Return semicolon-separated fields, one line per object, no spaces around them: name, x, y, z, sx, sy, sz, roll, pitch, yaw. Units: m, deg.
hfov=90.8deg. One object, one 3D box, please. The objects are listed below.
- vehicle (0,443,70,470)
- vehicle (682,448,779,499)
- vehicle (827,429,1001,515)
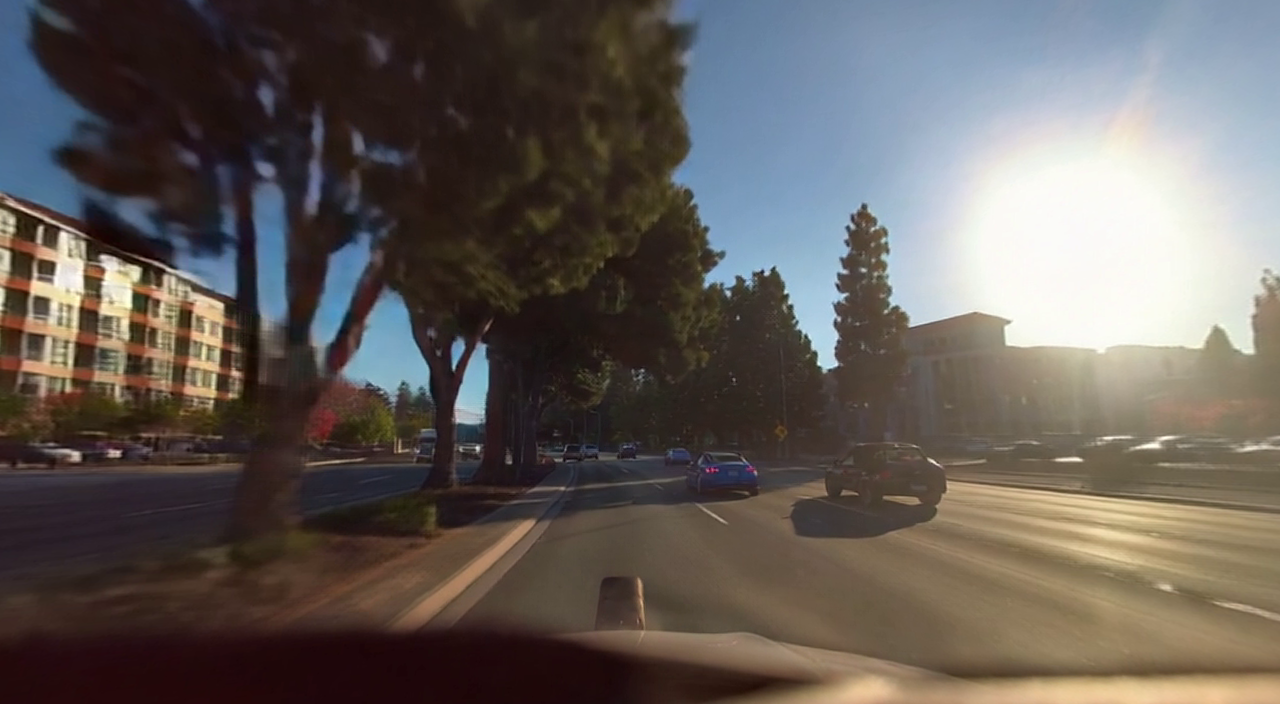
vehicle;-36.173;6.105;36.981;3.752;1.429;1.721;2;-9;-3
vehicle;2.557;3.573;19.058;1.990;1.347;4.388;1;-9;-4
vehicle;6.249;2.775;15.118;1.987;1.730;4.373;0;-9;-3
